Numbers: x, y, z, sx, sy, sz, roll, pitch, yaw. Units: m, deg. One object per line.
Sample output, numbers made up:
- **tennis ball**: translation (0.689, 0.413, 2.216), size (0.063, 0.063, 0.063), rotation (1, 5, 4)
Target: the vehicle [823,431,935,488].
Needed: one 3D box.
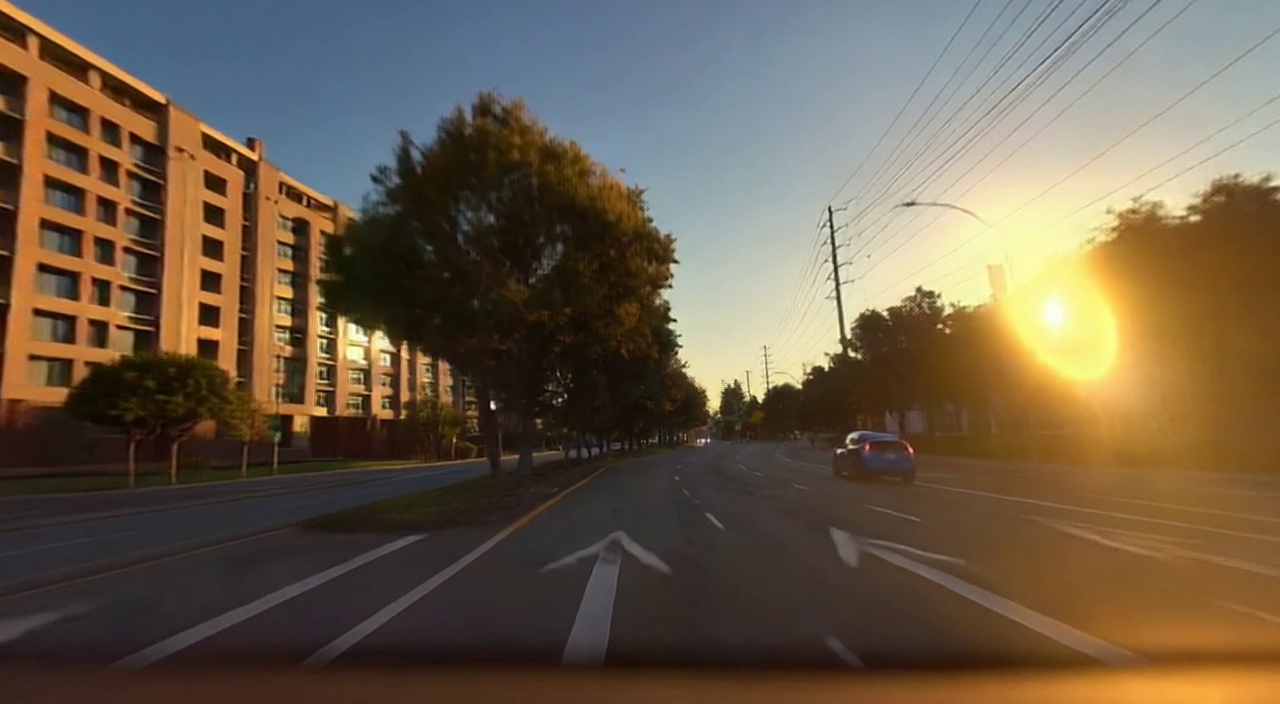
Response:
- **vehicle**: translation (6.903, 3.142, 18.650), size (1.908, 1.476, 3.880), rotation (-1, -9, 2)
